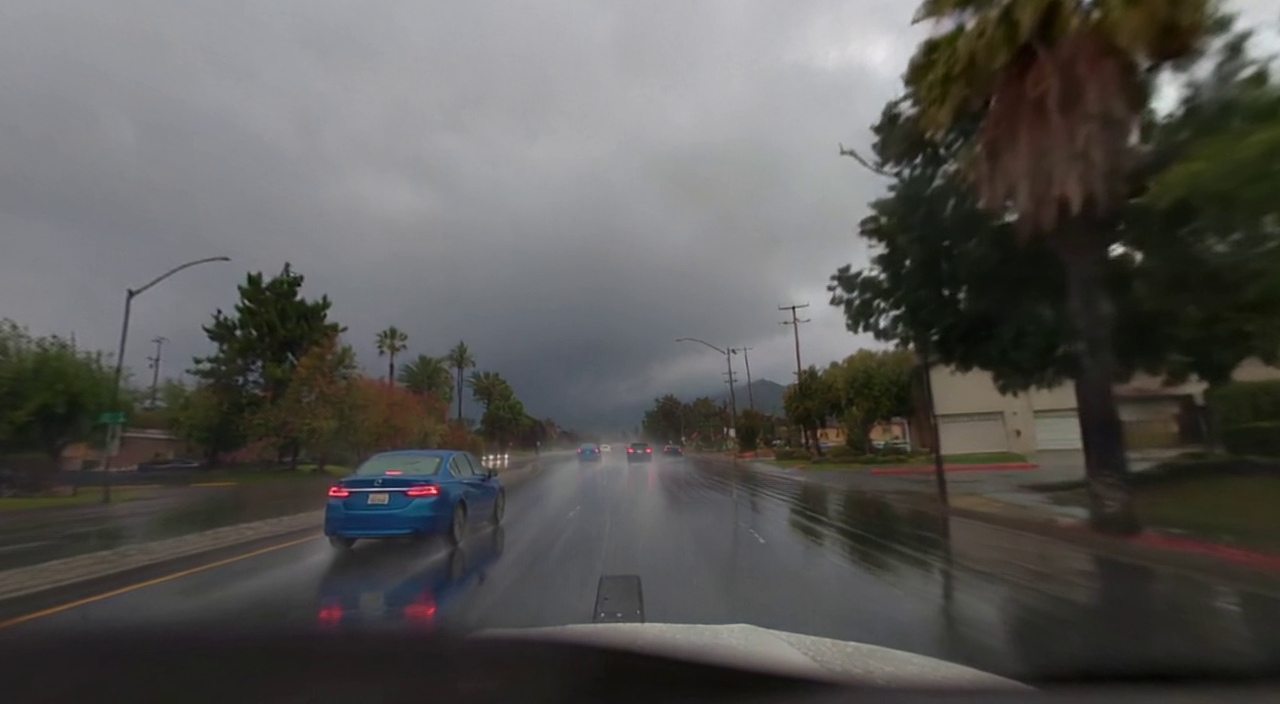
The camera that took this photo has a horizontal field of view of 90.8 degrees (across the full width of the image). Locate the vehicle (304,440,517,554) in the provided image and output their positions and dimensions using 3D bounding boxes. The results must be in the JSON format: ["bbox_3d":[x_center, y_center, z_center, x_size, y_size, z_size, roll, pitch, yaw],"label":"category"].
[{"bbox_3d":[-3.404,2.215,10.478,1.844,1.451,4.543,0,-8,0],"label":"vehicle"}]

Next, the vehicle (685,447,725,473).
[{"bbox_3d":[3.781,6.378,37.482,1.830,1.451,4.009,0,-8,-2],"label":"vehicle"}]

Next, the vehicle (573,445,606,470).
[{"bbox_3d":[-3.407,7.176,43.234,2.000,1.569,3.794,0,-8,-1],"label":"vehicle"}]

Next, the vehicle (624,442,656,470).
[{"bbox_3d":[-0.048,6.967,42.575,2.043,1.734,4.253,0,-8,-2],"label":"vehicle"}]
